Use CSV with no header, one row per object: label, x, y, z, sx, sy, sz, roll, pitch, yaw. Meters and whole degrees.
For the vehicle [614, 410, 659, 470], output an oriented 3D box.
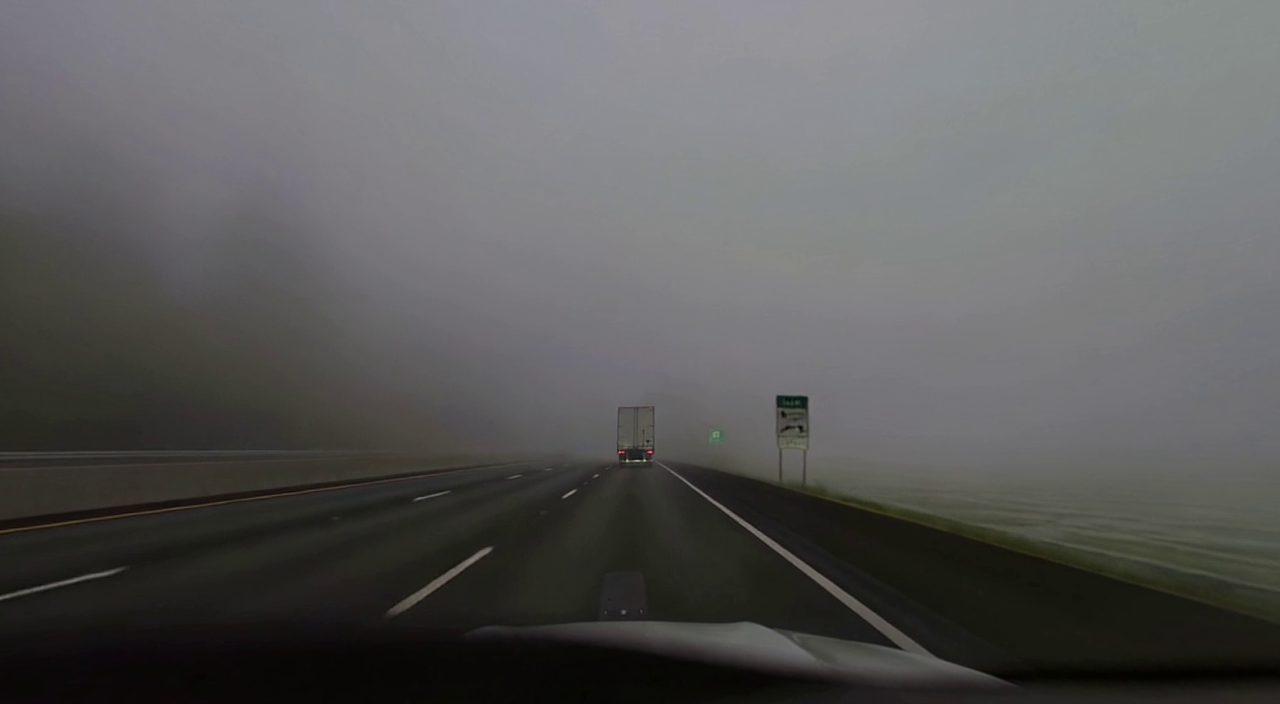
vehicle,-0.313,6.672,47.393,2.982,3.947,11.075,0,-9,-1
